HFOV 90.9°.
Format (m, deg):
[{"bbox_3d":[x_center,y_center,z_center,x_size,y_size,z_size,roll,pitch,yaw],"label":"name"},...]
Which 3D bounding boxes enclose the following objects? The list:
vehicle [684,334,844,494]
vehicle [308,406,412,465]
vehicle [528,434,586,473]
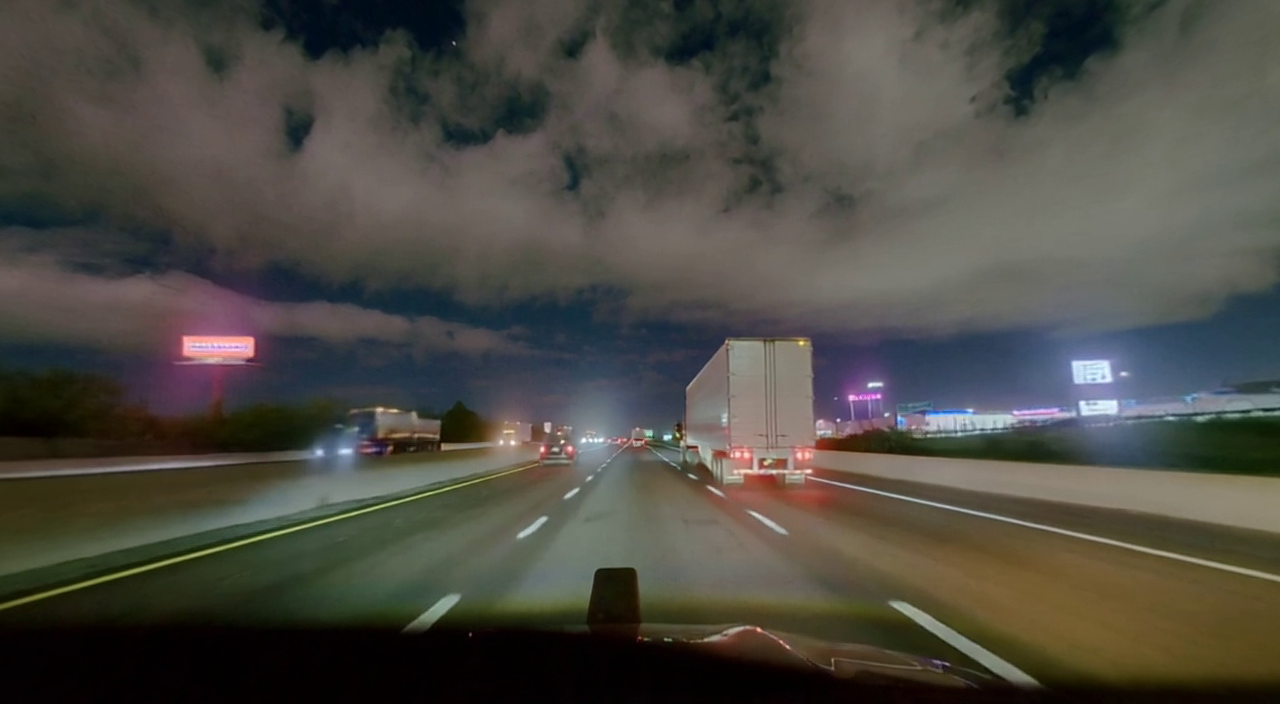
[{"bbox_3d":[3.327,2.195,20.660,2.871,3.815,11.331,0,-8,0],"label":"vehicle"},{"bbox_3d":[-19.812,6.047,45.505,2.985,3.765,9.890,0,-8,0],"label":"vehicle"},{"bbox_3d":[-3.381,4.206,26.440,1.930,1.484,3.849,0,-8,0],"label":"vehicle"}]
